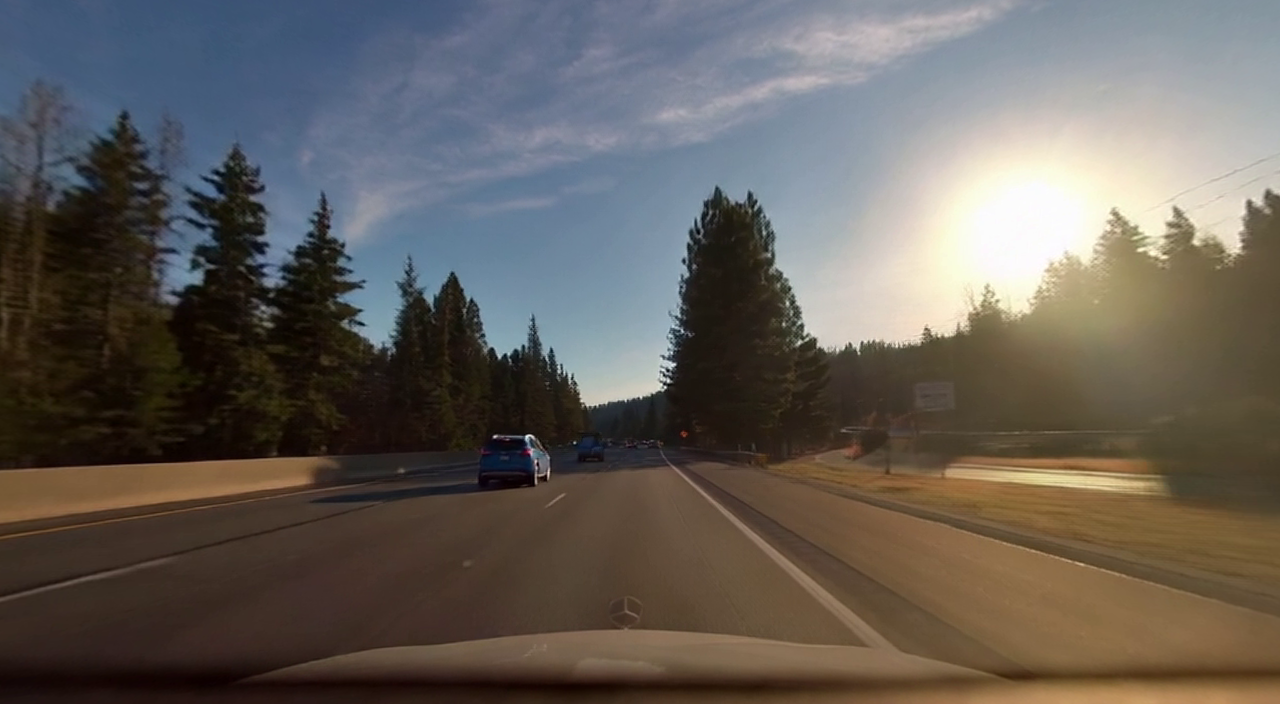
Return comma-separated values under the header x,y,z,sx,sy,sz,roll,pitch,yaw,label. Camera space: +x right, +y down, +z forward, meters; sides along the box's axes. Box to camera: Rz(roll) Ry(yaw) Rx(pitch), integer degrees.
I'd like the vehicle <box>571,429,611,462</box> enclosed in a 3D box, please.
x,y,z,sx,sy,sz,roll,pitch,yaw,label
-3.241,6.365,42.728,2.241,2.095,4.985,0,-8,1,vehicle

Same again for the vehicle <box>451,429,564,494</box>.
x,y,z,sx,sy,sz,roll,pitch,yaw,label
-3.543,3.045,17.826,2.053,1.589,4.671,0,-8,2,vehicle
